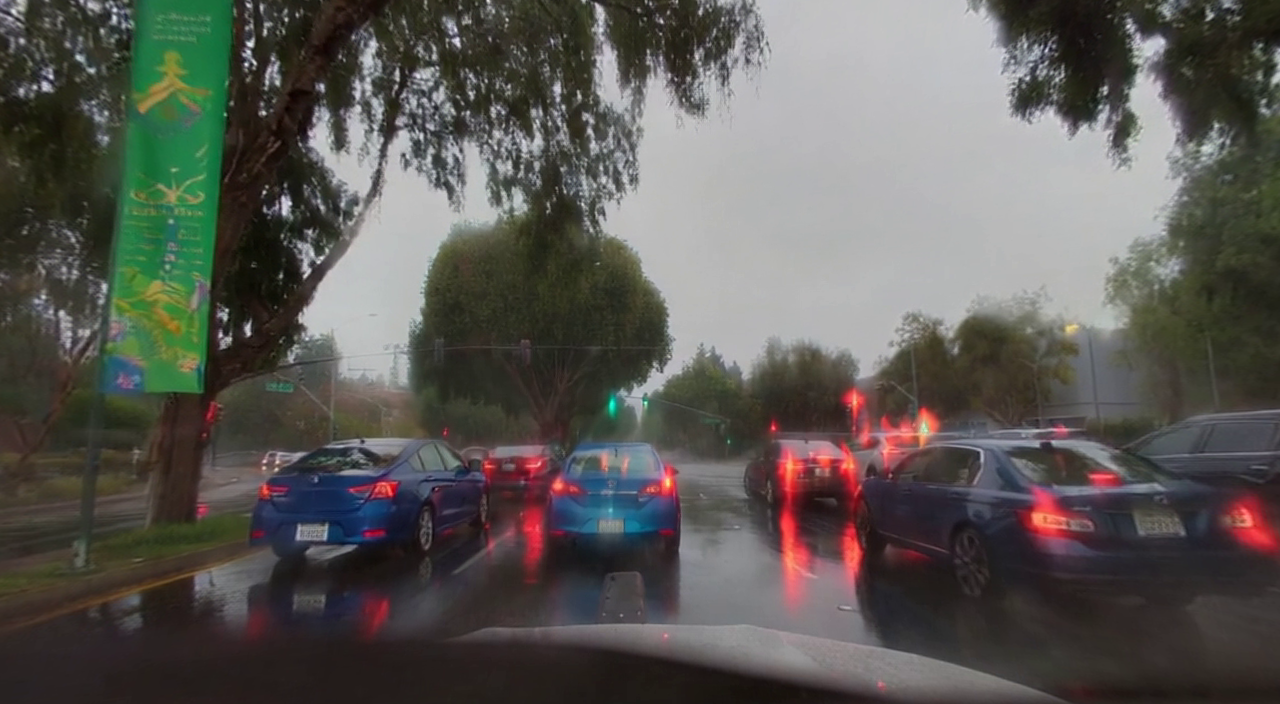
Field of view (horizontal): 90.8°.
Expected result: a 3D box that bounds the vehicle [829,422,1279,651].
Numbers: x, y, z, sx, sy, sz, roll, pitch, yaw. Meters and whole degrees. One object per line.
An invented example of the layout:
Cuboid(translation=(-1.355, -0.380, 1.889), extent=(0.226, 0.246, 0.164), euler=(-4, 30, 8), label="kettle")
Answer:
Cuboid(translation=(3.600, 1.540, 6.407), extent=(1.953, 1.471, 4.470), euler=(0, -9, 0), label="vehicle")

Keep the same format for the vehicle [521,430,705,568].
Cuboid(translation=(-0.312, 1.881, 8.767), extent=(1.994, 1.479, 3.647), euler=(0, -9, -1), label="vehicle")

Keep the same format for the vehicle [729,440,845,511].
Cuboid(translation=(3.410, 2.917, 15.415), extent=(1.852, 1.498, 3.825), euler=(0, -9, -1), label="vehicle")

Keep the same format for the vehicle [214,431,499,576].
Cuboid(translation=(-3.367, 1.864, 8.576), extent=(1.929, 1.457, 4.136), euler=(0, -9, 0), label="vehicle")
